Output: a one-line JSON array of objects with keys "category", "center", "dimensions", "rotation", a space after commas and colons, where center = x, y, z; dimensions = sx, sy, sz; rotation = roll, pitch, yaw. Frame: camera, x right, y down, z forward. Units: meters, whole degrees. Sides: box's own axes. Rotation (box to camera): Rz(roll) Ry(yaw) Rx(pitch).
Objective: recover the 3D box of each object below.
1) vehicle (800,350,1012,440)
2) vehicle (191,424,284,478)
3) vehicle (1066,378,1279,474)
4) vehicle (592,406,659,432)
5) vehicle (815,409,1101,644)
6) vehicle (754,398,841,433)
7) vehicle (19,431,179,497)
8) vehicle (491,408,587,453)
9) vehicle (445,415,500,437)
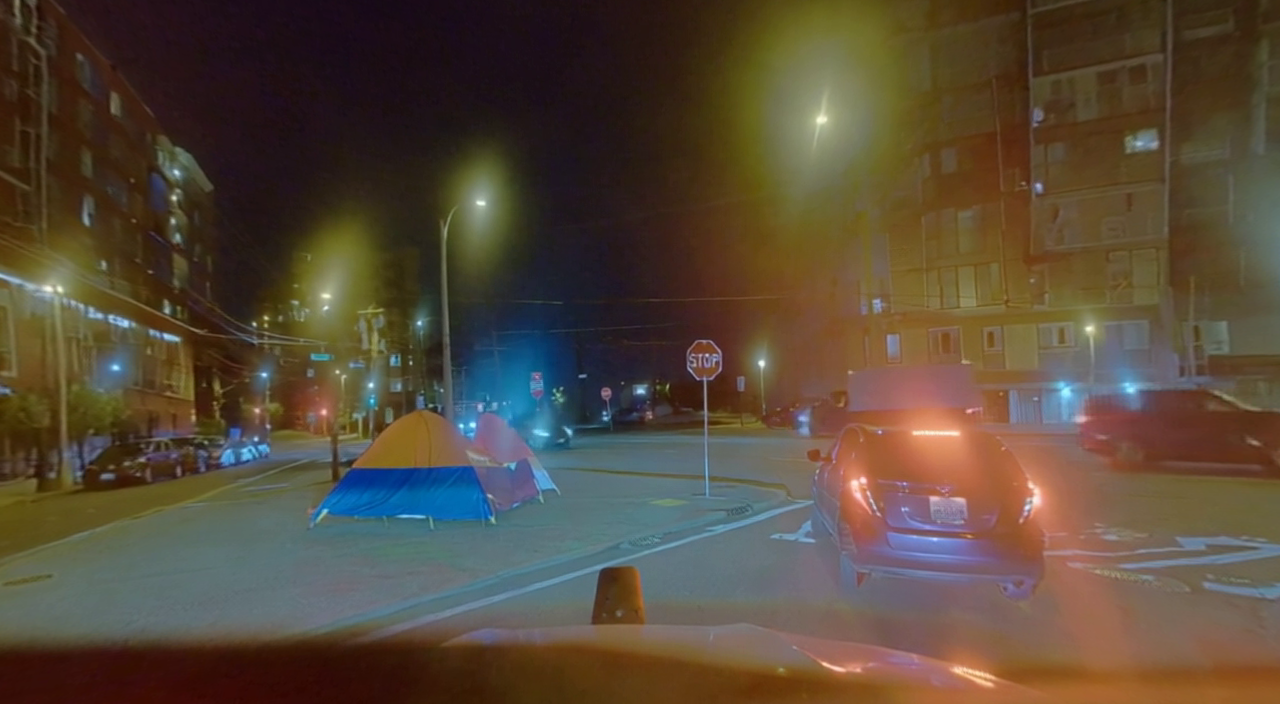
[{"category": "vehicle", "center": [10.289, 1.931, 25.087], "dimensions": [7.172, 3.075, 2.584], "rotation": [-7, -10, 42]}, {"category": "vehicle", "center": [-14.401, 3.548, 22.865], "dimensions": [1.987, 1.686, 3.971], "rotation": [1, -8, -20]}, {"category": "vehicle", "center": [13.364, 1.708, 14.543], "dimensions": [5.506, 1.970, 2.152], "rotation": [-8, -10, 41]}, {"category": "vehicle", "center": [-0.993, 4.250, 39.720], "dimensions": [1.790, 1.468, 4.422], "rotation": [7, -11, -41]}, {"category": "vehicle", "center": [3.509, 1.563, 6.800], "dimensions": [1.945, 1.647, 4.160], "rotation": [-6, -10, 32]}, {"category": "vehicle", "center": [8.492, 3.505, 34.273], "dimensions": [1.805, 1.694, 4.214], "rotation": [8, -12, -44]}, {"category": "vehicle", "center": [-16.959, 3.485, 20.238], "dimensions": [2.054, 1.800, 5.212], "rotation": [3, -9, -20]}, {"category": "vehicle", "center": [-4.365, 3.408, 26.972], "dimensions": [1.870, 1.724, 4.320], "rotation": [8, -12, -44]}, {"category": "vehicle", "center": [-12.604, 5.598, 47.297], "dimensions": [2.089, 1.506, 4.641], "rotation": [7, -11, -41]}]
